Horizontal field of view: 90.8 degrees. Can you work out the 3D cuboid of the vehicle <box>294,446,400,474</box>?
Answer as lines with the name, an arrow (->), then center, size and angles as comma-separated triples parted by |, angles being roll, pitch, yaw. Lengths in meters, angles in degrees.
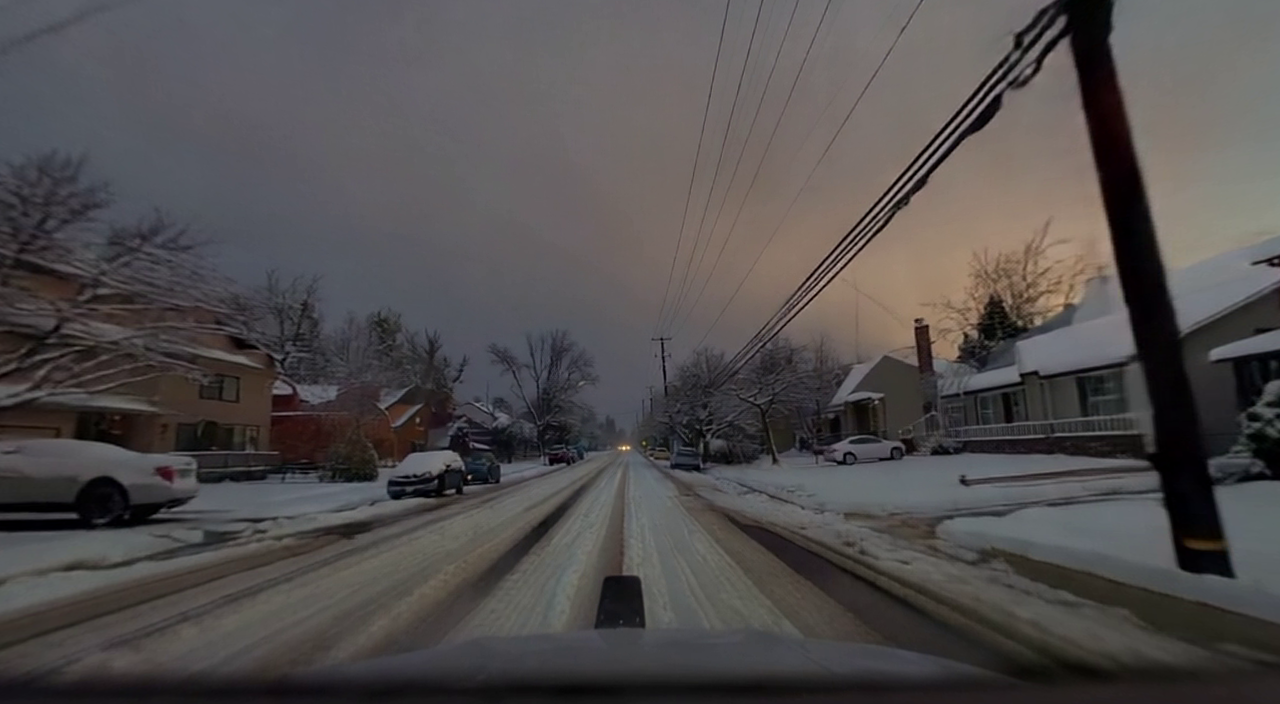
vehicle -> -15.915, 5.876, 34.494 | 4.833, 1.489, 1.987 | -1, -9, 3

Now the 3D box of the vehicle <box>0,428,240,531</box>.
vehicle -> -12.125, 2.459, 12.451 | 6.619, 1.759, 2.632 | -1, -9, -2

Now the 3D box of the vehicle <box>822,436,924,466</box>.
vehicle -> 12.164, 5.181, 33.226 | 4.605, 1.492, 1.898 | 0, -9, 0

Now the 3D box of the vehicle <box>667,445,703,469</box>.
vehicle -> 2.952, 6.970, 41.919 | 1.925, 1.482, 4.326 | 0, -9, -2

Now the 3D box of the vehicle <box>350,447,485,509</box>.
vehicle -> -6.286, 3.600, 18.648 | 2.208, 1.491, 5.089 | 0, -8, -1
